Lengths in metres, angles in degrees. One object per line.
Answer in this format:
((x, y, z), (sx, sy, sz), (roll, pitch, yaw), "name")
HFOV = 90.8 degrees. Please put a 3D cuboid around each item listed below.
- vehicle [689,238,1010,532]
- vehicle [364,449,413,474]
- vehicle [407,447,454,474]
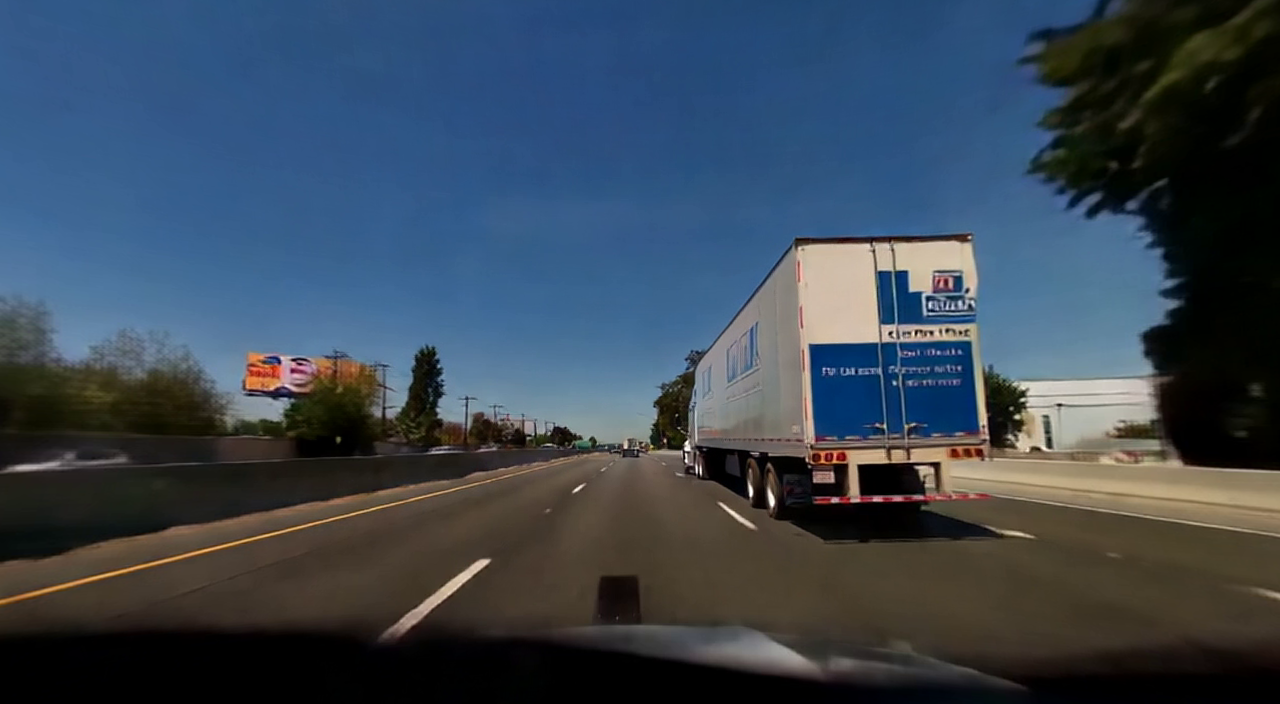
((3.706, 1.691, 17.893), (2.891, 4.387, 17.121), (0, -9, -1), "vehicle")
((-14.852, 6.460, 37.499), (1.559, 1.345, 3.270), (0, -9, 0), "vehicle")
((-11.085, 5.728, 33.570), (1.423, 1.311, 3.159), (0, -9, 0), "vehicle")
